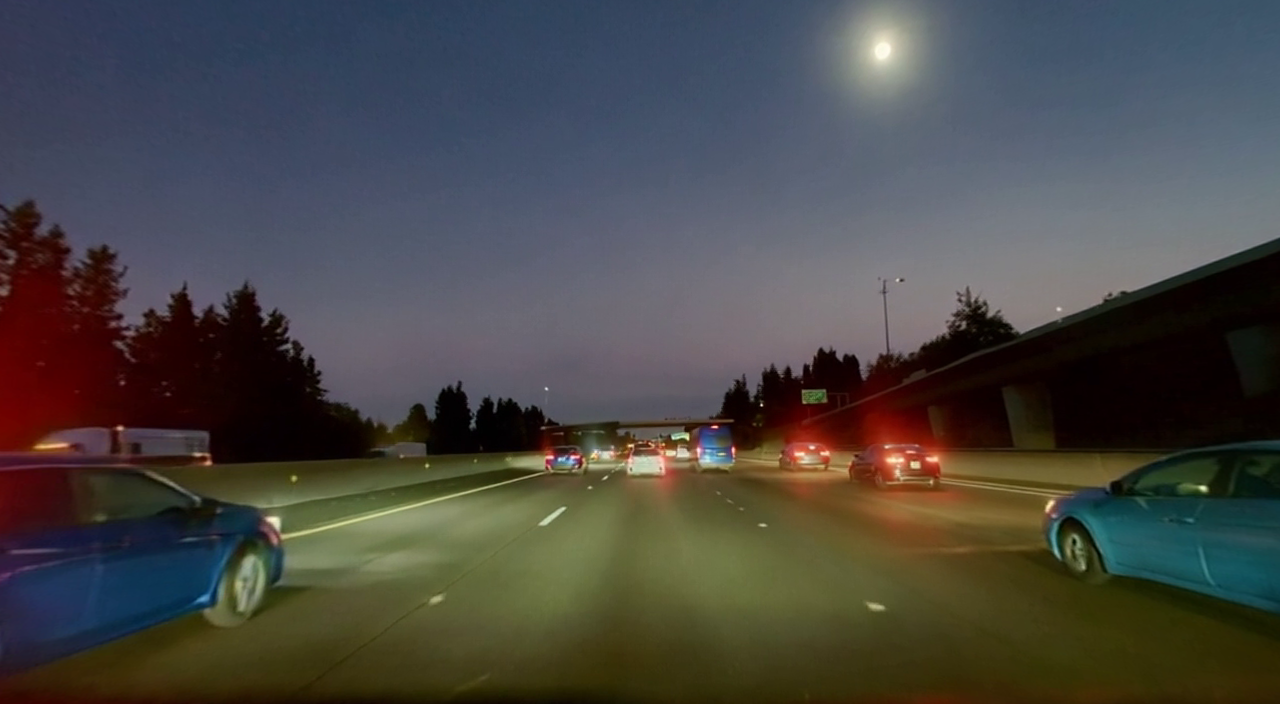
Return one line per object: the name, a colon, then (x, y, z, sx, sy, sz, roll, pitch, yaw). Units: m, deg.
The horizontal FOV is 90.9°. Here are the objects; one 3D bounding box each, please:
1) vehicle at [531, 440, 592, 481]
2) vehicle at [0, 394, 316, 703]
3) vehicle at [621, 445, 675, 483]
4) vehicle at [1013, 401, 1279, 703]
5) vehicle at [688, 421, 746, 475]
vehicle: (-3.455, 4.873, 28.616, 2.078, 1.706, 4.298, -1, -8, 2)
vehicle: (-3.743, 1.040, 3.118, 2.137, 1.562, 3.926, 0, -8, 1)
vehicle: (0.322, 4.802, 27.398, 2.174, 1.467, 4.005, 0, -8, 0)
vehicle: (4.077, 0.992, 2.830, 2.085, 1.558, 4.466, 0, -8, 1)
vehicle: (4.224, 5.422, 35.883, 2.436, 2.745, 6.607, 0, -8, 0)
